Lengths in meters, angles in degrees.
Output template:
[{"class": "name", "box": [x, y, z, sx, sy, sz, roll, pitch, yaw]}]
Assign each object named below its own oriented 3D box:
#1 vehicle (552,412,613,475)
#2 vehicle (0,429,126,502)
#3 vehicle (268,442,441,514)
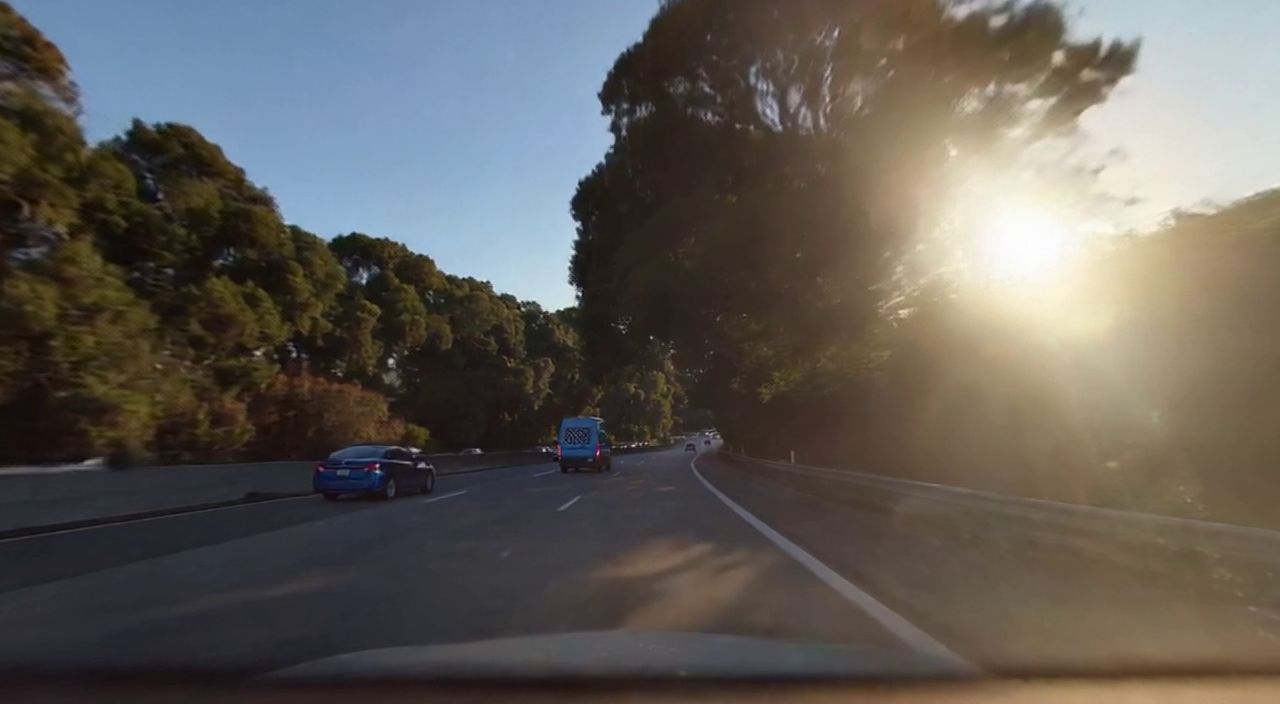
[{"class": "vehicle", "box": [-2.765, 4.611, 31.800, 2.319, 2.883, 5.632, -1, -8, 3]}, {"class": "vehicle", "box": [-16.838, 2.902, 16.210, 2.255, 1.760, 5.882, 0, -8, 1]}, {"class": "vehicle", "box": [-6.507, 2.883, 15.045, 1.947, 1.438, 4.440, 0, -8, 1]}]
